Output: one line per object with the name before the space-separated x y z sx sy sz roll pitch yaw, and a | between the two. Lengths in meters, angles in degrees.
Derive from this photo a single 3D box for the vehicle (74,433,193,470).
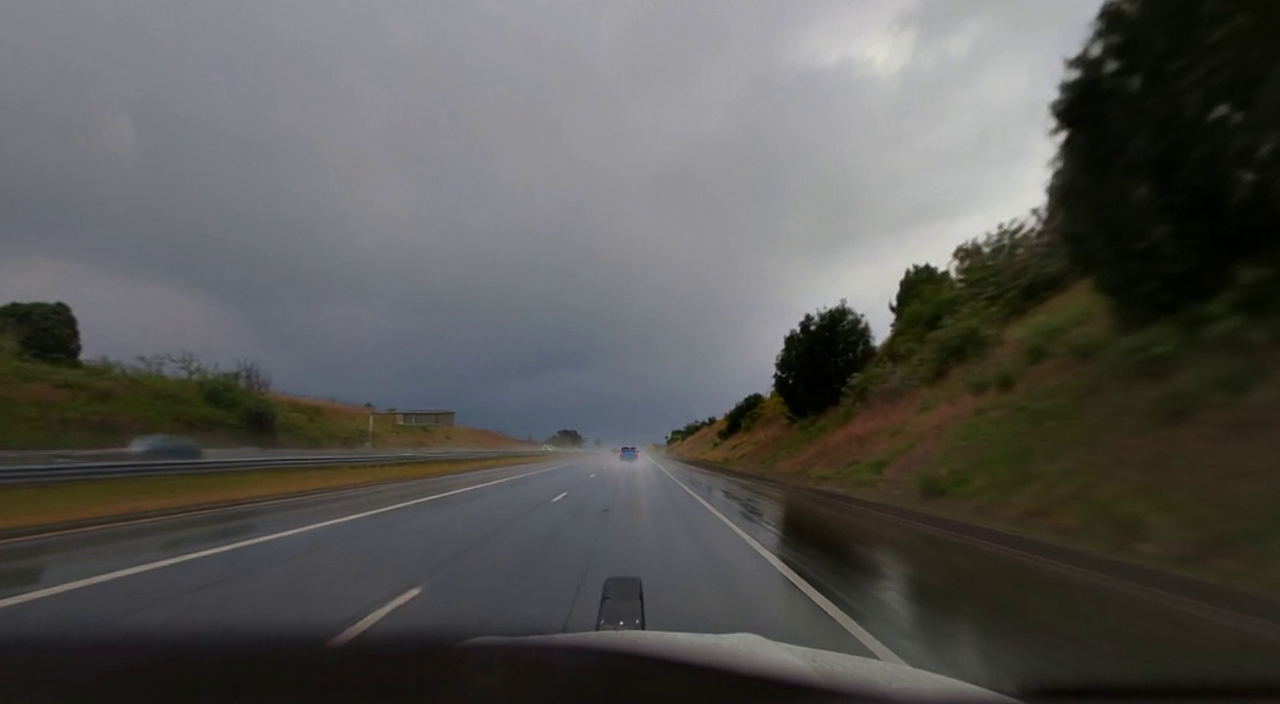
vehicle | -23.007 4.544 28.915 1.686 1.520 4.557 0 -9 0
